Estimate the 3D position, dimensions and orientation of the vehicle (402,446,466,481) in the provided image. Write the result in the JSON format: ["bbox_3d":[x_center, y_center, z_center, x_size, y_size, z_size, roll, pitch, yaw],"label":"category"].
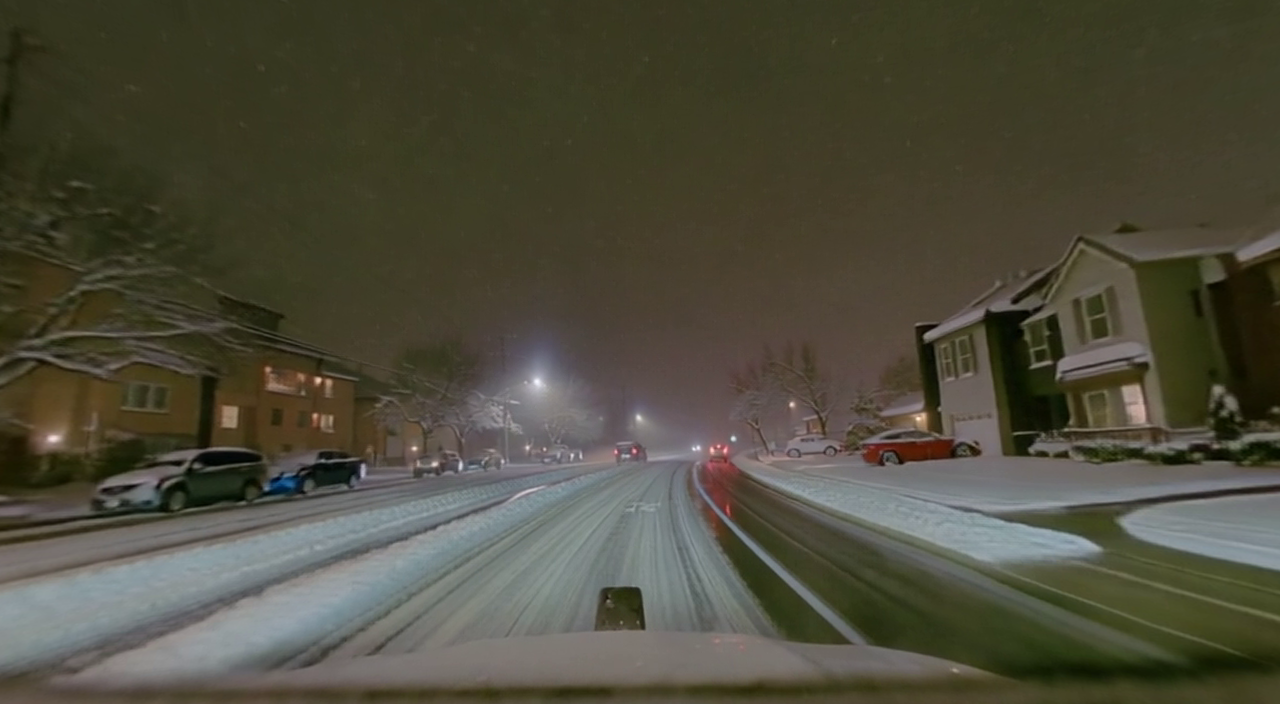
[{"bbox_3d":[-12.587,6.801,38.856,2.009,1.789,4.449,-6,-9,6],"label":"vehicle"}]

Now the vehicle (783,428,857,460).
[{"bbox_3d":[12.658,6.493,44.651,4.463,1.765,1.960,-5,-8,1],"label":"vehicle"}]

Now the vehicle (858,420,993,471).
[{"bbox_3d":[11.332,3.727,25.317,4.383,1.602,1.920,-5,-8,2],"label":"vehicle"}]

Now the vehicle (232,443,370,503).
[{"bbox_3d":[-13.556,4.793,25.820,2.114,1.931,5.936,-6,-8,3],"label":"vehicle"}]

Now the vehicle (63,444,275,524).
[{"bbox_3d":[-13.923,3.863,19.287,2.157,1.882,5.479,-4,-8,2],"label":"vehicle"}]

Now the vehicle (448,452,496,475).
[{"bbox_3d":[-11.765,7.826,44.519,1.695,1.423,4.371,-5,-9,7],"label":"vehicle"}]
